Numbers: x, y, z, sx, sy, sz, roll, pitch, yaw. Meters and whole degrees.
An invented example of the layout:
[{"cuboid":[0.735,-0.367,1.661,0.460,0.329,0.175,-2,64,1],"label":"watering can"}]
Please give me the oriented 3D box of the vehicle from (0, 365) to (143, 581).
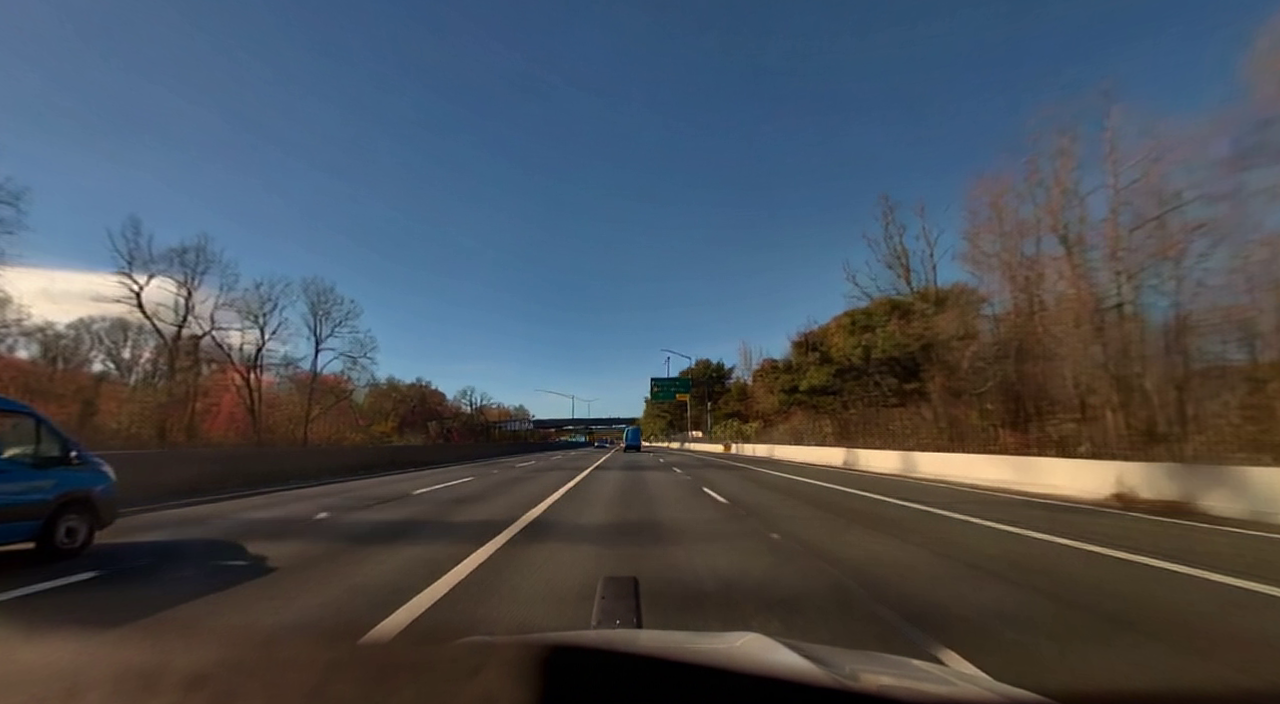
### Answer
[{"cuboid":[-6.991,0.986,4.797,2.150,1.996,5.341,0,-8,-2],"label":"vehicle"}]
